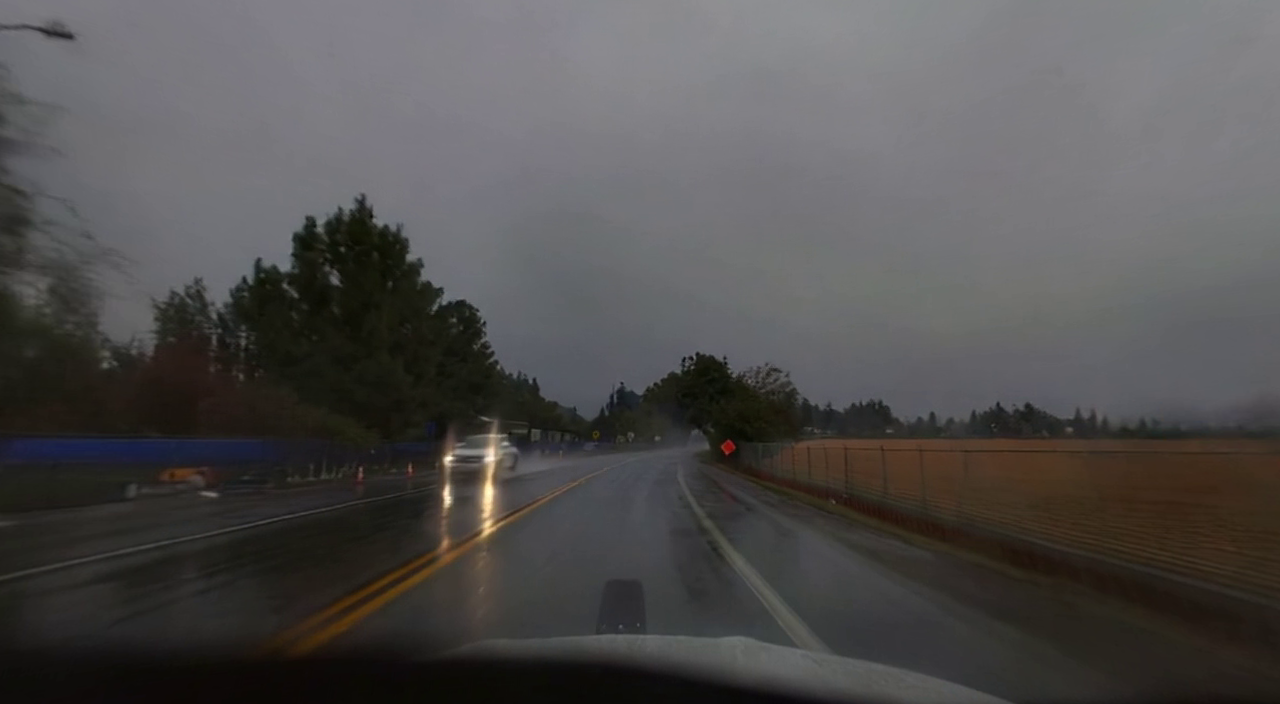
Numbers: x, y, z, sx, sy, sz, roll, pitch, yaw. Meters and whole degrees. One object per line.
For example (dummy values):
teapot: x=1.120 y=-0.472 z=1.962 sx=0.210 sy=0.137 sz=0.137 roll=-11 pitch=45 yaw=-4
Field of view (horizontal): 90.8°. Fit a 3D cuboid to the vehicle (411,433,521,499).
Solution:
vehicle: x=-4.466 y=2.967 z=16.829 sx=1.737 sy=1.525 sz=3.760 roll=0 pitch=-8 yaw=2
